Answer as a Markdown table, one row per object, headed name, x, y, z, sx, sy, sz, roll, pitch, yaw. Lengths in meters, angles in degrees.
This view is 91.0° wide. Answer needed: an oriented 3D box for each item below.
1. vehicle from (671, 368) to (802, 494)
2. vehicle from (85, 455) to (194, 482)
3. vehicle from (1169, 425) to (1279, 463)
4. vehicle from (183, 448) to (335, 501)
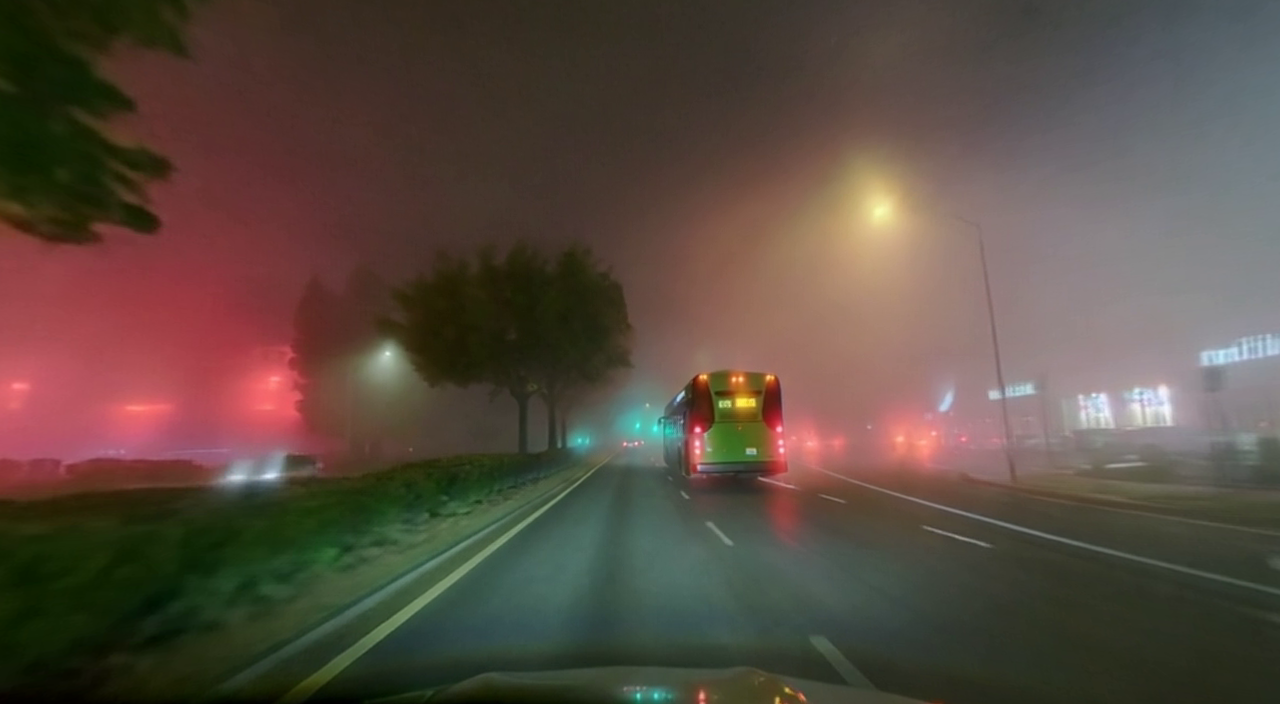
| name | x | y | z | sx | sy | sz | roll | pitch | yaw |
| --- | --- | --- | --- | --- | --- | --- | --- | --- | --- |
| vehicle | 2.753 | 2.718 | 21.188 | 2.766 | 3.306 | 9.281 | 0 | -8 | -1 |
| vehicle | -31.813 | 7.375 | 40.116 | 1.983 | 1.531 | 5.126 | -8 | -11 | 44 |
| vehicle | 23.993 | 3.600 | 24.685 | 4.659 | 1.434 | 1.900 | -1 | -8 | 2 |
| vehicle | -12.412 | 3.984 | 20.955 | 2.081 | 1.492 | 4.668 | 0 | -8 | 1 |
